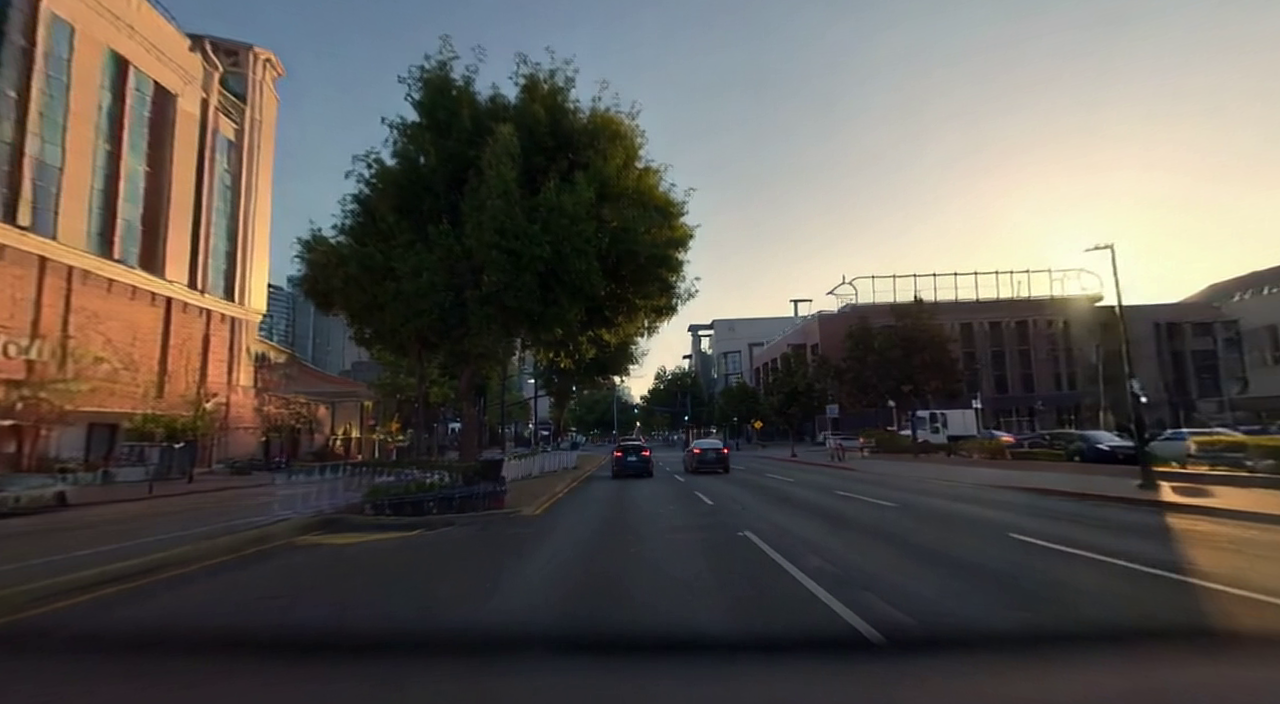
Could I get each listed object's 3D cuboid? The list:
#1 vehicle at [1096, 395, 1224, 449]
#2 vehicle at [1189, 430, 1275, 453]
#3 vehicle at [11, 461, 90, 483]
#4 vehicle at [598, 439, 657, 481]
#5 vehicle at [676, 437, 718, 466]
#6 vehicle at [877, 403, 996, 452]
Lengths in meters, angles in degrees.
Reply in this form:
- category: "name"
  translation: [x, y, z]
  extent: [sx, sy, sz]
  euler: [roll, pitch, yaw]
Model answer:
- category: "vehicle"
  translation: [33.147, 4.608, 40.628]
  extent: [2.744, 3.127, 6.009]
  euler: [0, -10, -2]
- category: "vehicle"
  translation: [38.362, 5.832, 41.085]
  extent: [1.656, 1.427, 4.042]
  euler: [0, -8, 1]
- category: "vehicle"
  translation: [-42.955, 8.737, 46.080]
  extent: [3.776, 1.466, 1.846]
  euler: [0, -8, -2]
- category: "vehicle"
  translation: [-0.480, 4.181, 24.743]
  extent: [2.110, 1.476, 4.294]
  euler: [0, -8, -1]
- category: "vehicle"
  translation: [3.492, 6.185, 39.519]
  extent: [2.100, 1.683, 4.231]
  euler: [0, -8, -1]
- category: "vehicle"
  translation: [21.082, 5.440, 45.206]
  extent: [7.049, 3.319, 2.728]
  euler: [0, -8, -1]
